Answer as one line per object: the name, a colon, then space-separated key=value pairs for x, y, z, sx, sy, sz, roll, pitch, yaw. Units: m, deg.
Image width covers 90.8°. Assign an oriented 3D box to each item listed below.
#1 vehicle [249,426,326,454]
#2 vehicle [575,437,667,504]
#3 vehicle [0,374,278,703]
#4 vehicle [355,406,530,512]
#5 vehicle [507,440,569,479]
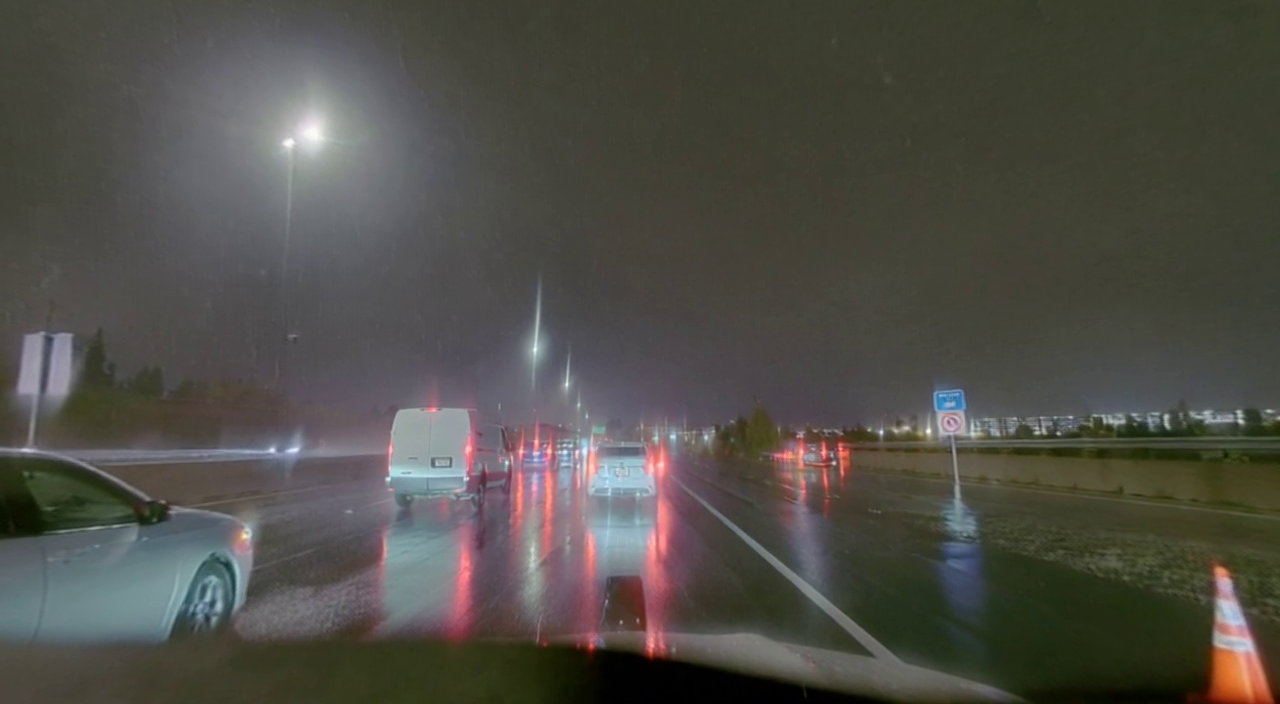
vehicle: x=-25.090 y=6.358 z=45.279 sx=2.263 sy=1.874 sz=5.613 roll=0 pitch=-9 yaw=-1
vehicle: x=-0.464 y=2.973 z=16.298 sx=2.069 sy=1.484 sz=3.918 roll=0 pitch=-9 yaw=-1
vehicle: x=-3.958 y=0.905 z=2.828 sx=2.041 sy=1.604 sz=4.384 roll=0 pitch=-9 yaw=0
vehicle: x=-4.293 y=2.489 z=15.063 sx=2.324 sy=2.012 sz=5.740 roll=0 pitch=-9 yaw=0
vehicle: x=-4.056 y=4.353 z=25.822 sx=1.824 sy=1.459 sz=4.007 roll=0 pitch=-9 yaw=1
